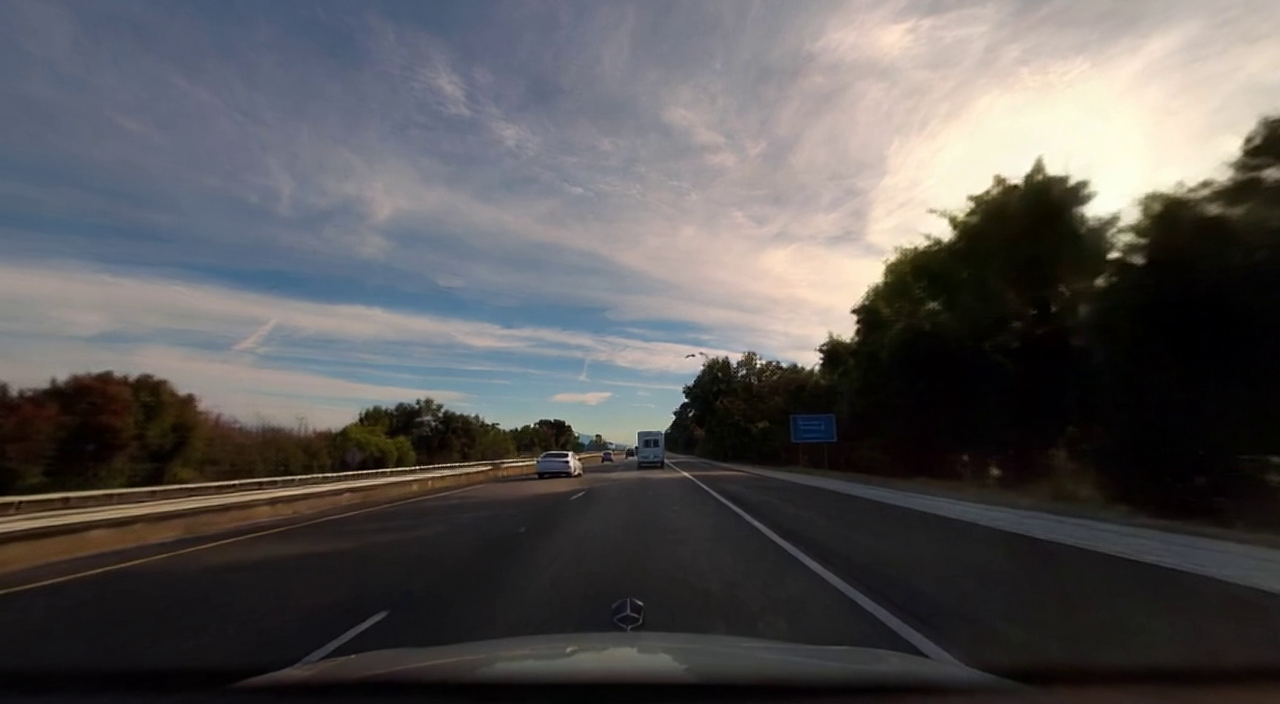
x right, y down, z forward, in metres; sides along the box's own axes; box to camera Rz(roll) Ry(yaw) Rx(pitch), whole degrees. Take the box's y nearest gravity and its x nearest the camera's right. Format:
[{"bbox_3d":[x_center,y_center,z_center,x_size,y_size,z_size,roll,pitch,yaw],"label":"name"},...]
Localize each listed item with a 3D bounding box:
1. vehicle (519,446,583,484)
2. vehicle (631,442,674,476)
[{"bbox_3d":[-3.698,4.790,26.937,1.998,1.460,4.422,0,-9,1],"label":"vehicle"},{"bbox_3d":[0.623,5.782,34.246,2.172,1.687,3.929,0,-9,0],"label":"vehicle"}]
